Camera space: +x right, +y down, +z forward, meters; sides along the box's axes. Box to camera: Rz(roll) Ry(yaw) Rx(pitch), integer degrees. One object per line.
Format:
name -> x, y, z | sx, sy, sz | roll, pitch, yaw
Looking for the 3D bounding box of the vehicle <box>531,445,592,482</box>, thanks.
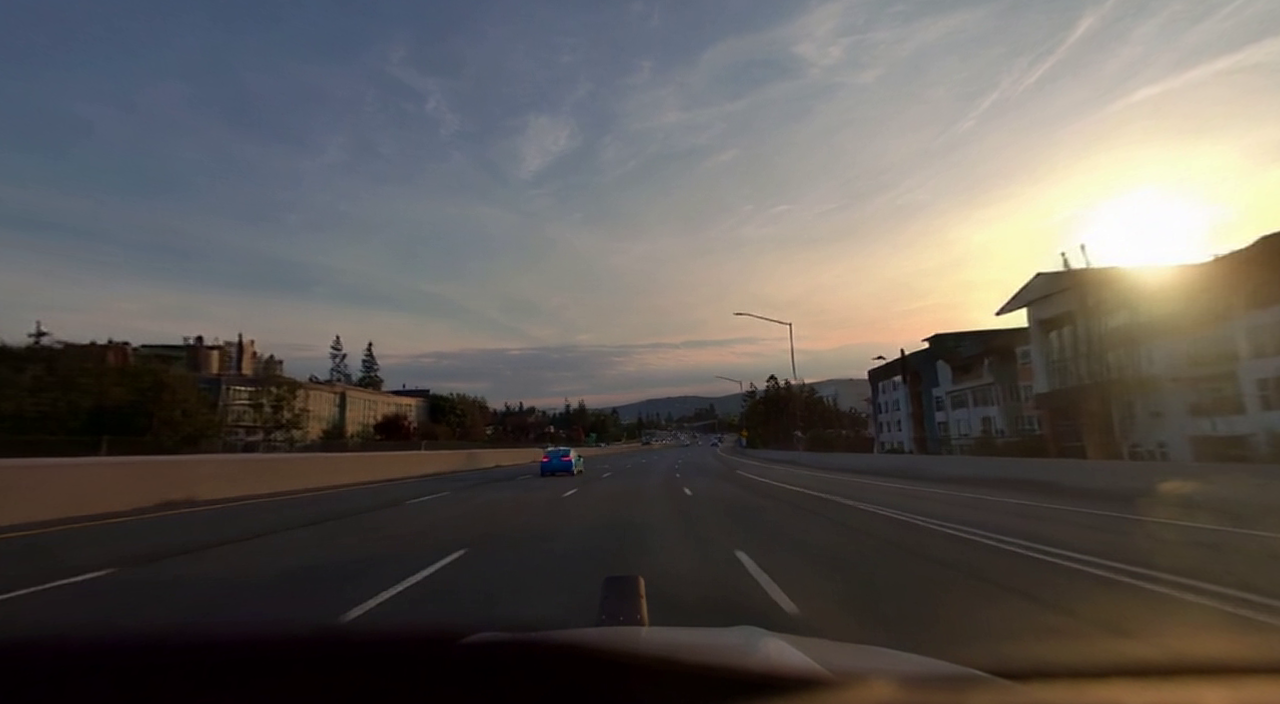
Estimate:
vehicle -> -3.599, 5.207, 29.904 | 2.087, 1.566, 4.756 | -1, -9, 2
